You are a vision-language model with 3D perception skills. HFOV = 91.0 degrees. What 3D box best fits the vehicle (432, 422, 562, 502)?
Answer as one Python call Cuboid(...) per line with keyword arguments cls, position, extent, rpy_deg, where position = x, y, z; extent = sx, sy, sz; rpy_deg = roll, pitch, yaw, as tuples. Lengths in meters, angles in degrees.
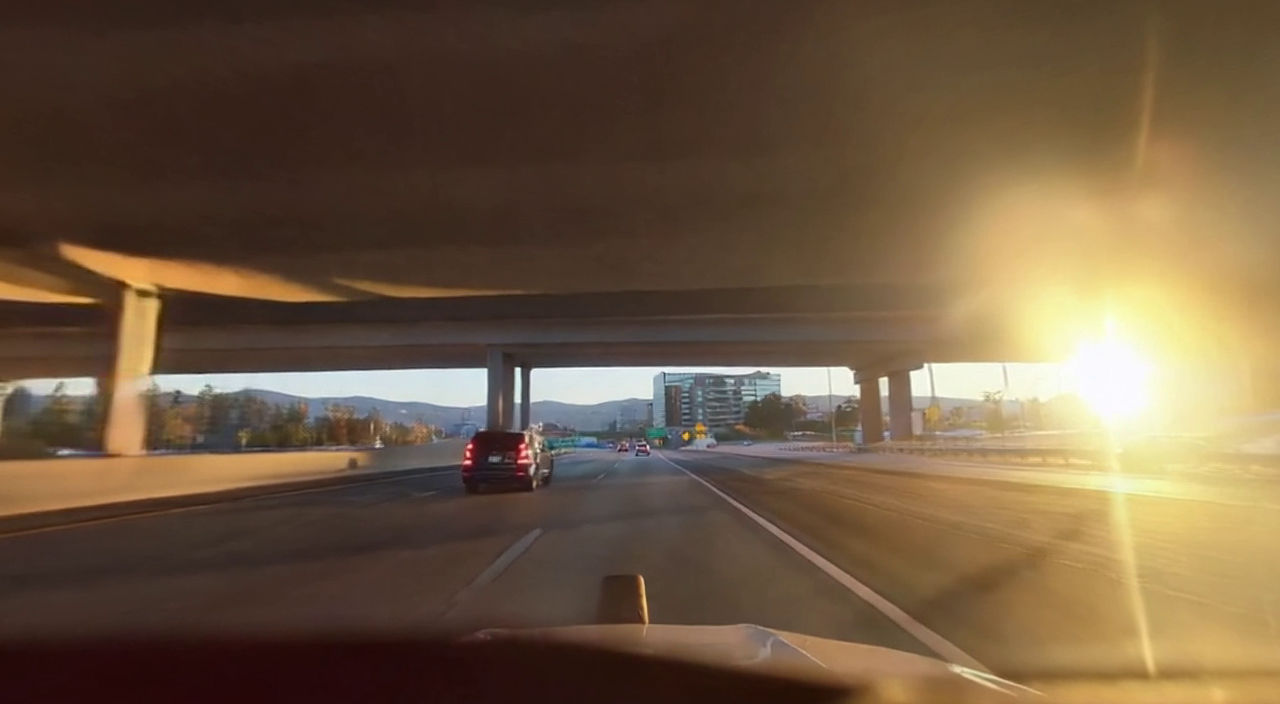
Cuboid(cls="vehicle", position=(-3.427, 2.760, 16.198), extent=(2.203, 1.734, 4.600), rpy_deg=(0, -9, 1))
